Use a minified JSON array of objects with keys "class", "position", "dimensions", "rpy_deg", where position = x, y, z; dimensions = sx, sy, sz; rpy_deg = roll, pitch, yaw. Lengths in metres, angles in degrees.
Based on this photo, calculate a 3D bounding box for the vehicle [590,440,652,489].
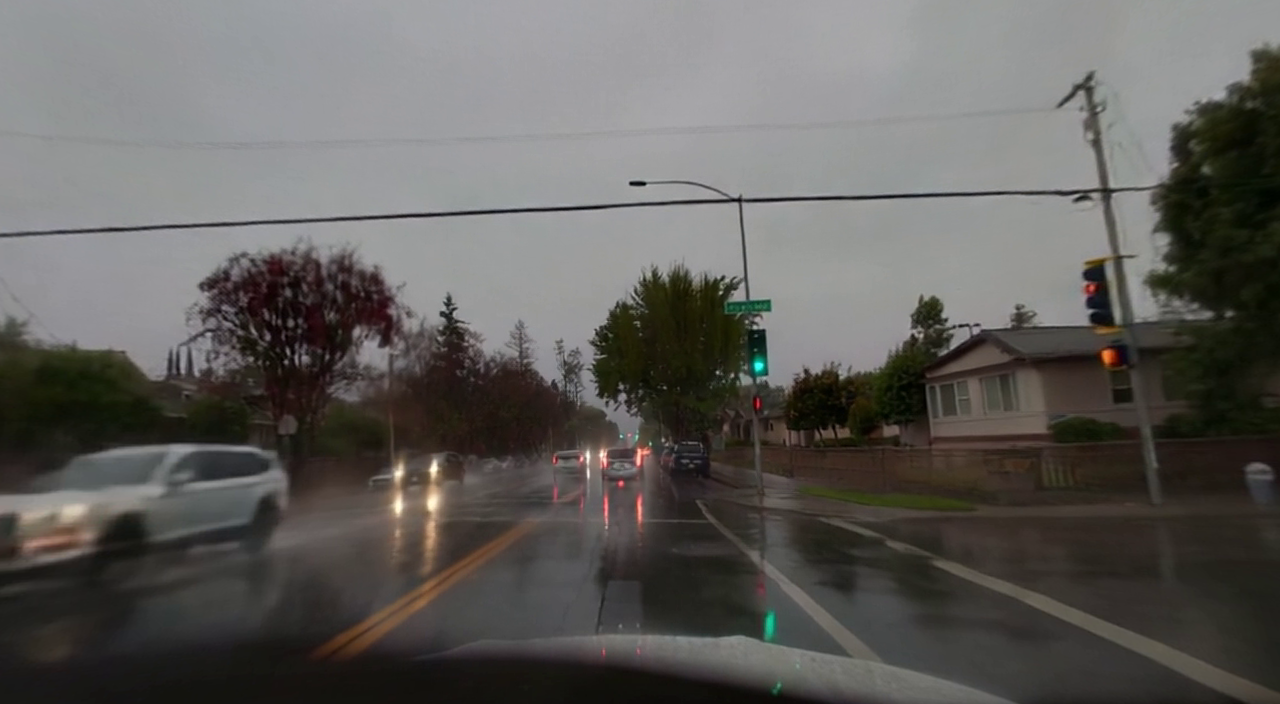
[{"class":"vehicle","position":[-0.657,4.016,22.836],"dimensions":[2.041,1.575,4.304],"rpy_deg":[0,-8,-1]}]

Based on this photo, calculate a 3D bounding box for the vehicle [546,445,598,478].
[{"class":"vehicle","position":[-3.349,5.462,31.859],"dimensions":[2.117,1.528,4.277],"rpy_deg":[0,-8,0]}]

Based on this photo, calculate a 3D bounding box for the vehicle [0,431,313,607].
[{"class":"vehicle","position":[-6.479,1.975,8.428],"dimensions":[1.958,1.706,4.281],"rpy_deg":[-1,-8,-1]}]

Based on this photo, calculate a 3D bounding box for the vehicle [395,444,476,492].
[{"class":"vehicle","position":[-9.508,5.377,29.795],"dimensions":[2.105,1.858,4.903],"rpy_deg":[-6,-8,0]}]

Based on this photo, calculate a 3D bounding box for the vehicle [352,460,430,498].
[{"class":"vehicle","position":[-12.710,6.458,32.566],"dimensions":[2.050,1.518,5.115],"rpy_deg":[-3,-8,-1]}]

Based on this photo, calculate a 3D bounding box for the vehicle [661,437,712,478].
[{"class":"vehicle","position":[2.243,5.259,31.717],"dimensions":[2.119,1.884,4.567],"rpy_deg":[0,-8,-1]}]
